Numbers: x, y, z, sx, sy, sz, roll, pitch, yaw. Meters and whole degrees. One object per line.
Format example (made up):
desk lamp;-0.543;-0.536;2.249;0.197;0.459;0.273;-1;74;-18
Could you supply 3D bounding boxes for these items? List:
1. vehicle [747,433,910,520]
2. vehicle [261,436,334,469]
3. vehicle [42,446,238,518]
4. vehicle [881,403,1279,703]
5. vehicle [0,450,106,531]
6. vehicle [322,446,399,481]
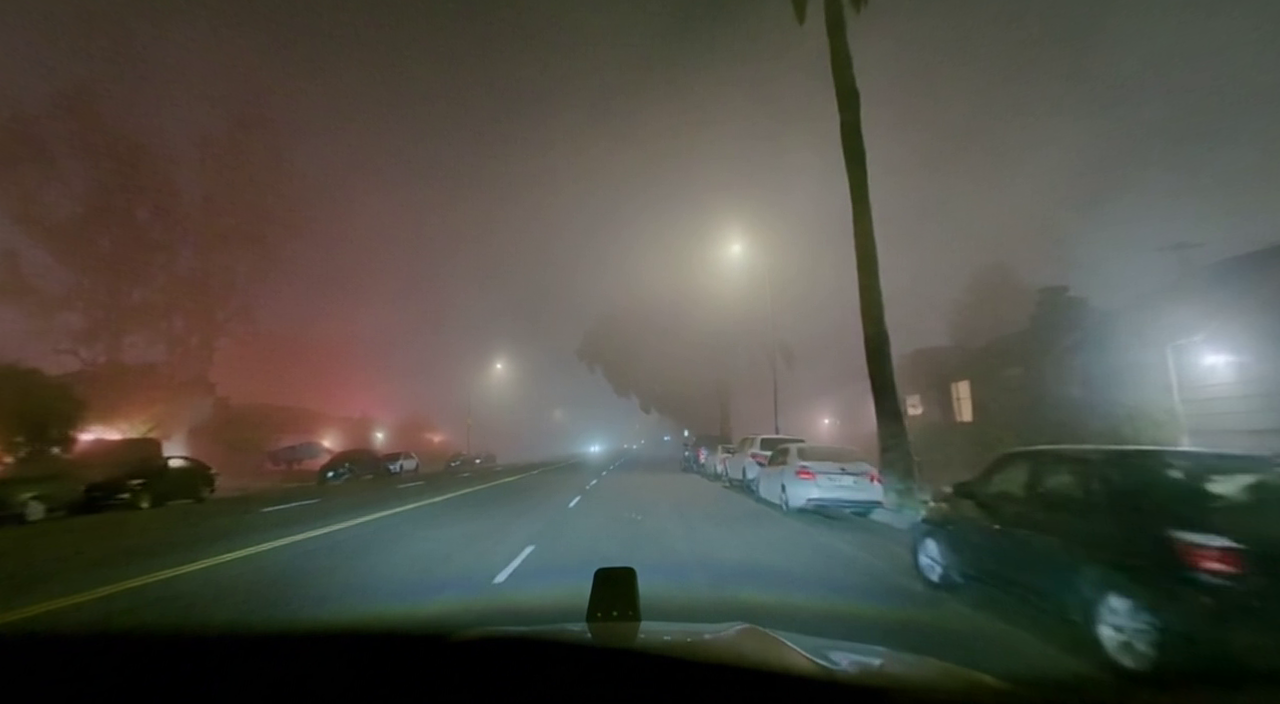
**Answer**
vehicle;3.646;2.500;13.238;1.888;1.480;4.653;0;-9;-1
vehicle;-20.948;6.157;38.885;1.957;1.871;4.515;0;-9;0
vehicle;-13.627;3.511;17.668;1.876;1.610;4.467;-1;-7;-1
vehicle;3.619;1.234;4.452;2.083;1.449;4.578;0;-9;1
vehicle;-13.460;2.781;12.479;1.899;1.474;4.529;-1;-7;-1
vehicle;-13.801;5.517;31.504;1.970;1.525;4.420;0;-8;-2
